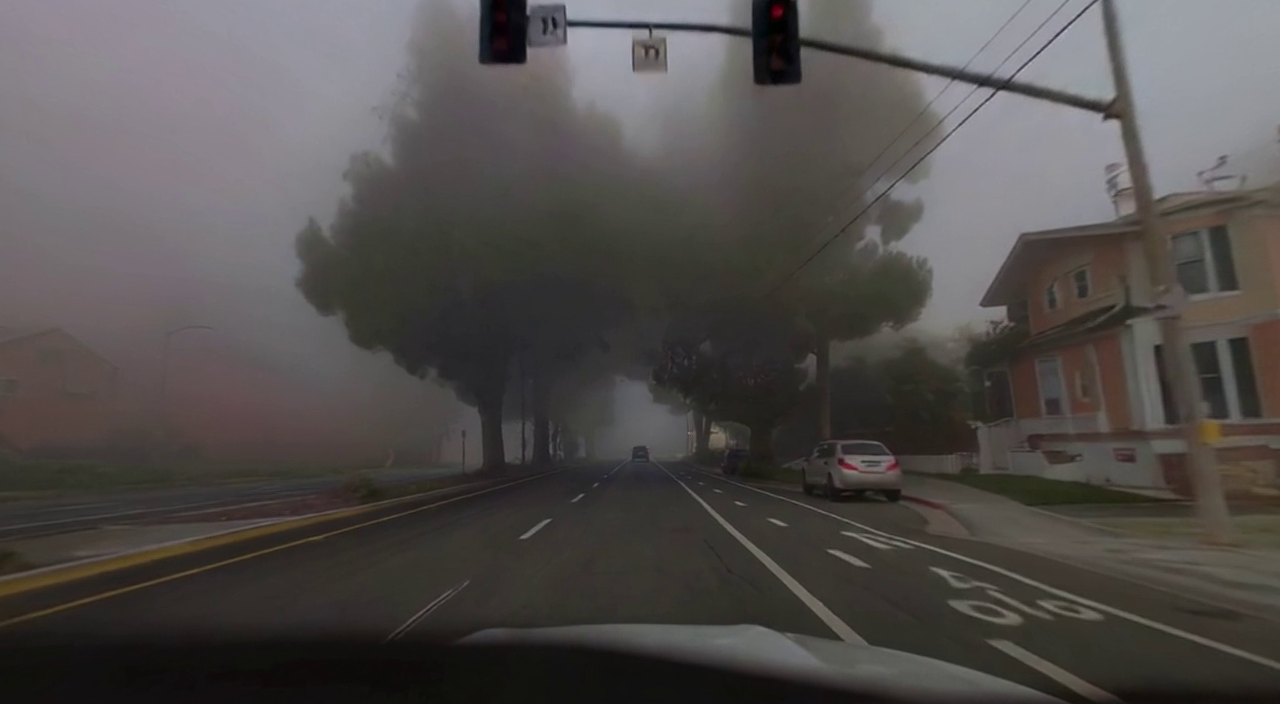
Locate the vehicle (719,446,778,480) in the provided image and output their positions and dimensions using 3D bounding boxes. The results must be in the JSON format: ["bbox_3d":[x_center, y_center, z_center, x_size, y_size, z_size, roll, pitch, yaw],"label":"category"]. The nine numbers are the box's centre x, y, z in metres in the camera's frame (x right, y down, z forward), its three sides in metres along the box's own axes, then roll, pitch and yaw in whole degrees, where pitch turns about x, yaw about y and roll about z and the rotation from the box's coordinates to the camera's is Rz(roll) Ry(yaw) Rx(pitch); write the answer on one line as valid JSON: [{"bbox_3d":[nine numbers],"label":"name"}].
[{"bbox_3d":[5.553,5.736,33.111,2.131,1.604,5.543,0,-9,0],"label":"vehicle"}]

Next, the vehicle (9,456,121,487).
[{"bbox_3d":[-37.852,7.846,41.691,4.982,1.915,2.401,0,-9,0],"label":"vehicle"}]

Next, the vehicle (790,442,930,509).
[{"bbox_3d":[5.741,3.271,17.291,2.066,1.552,4.799,0,-9,-1],"label":"vehicle"}]
